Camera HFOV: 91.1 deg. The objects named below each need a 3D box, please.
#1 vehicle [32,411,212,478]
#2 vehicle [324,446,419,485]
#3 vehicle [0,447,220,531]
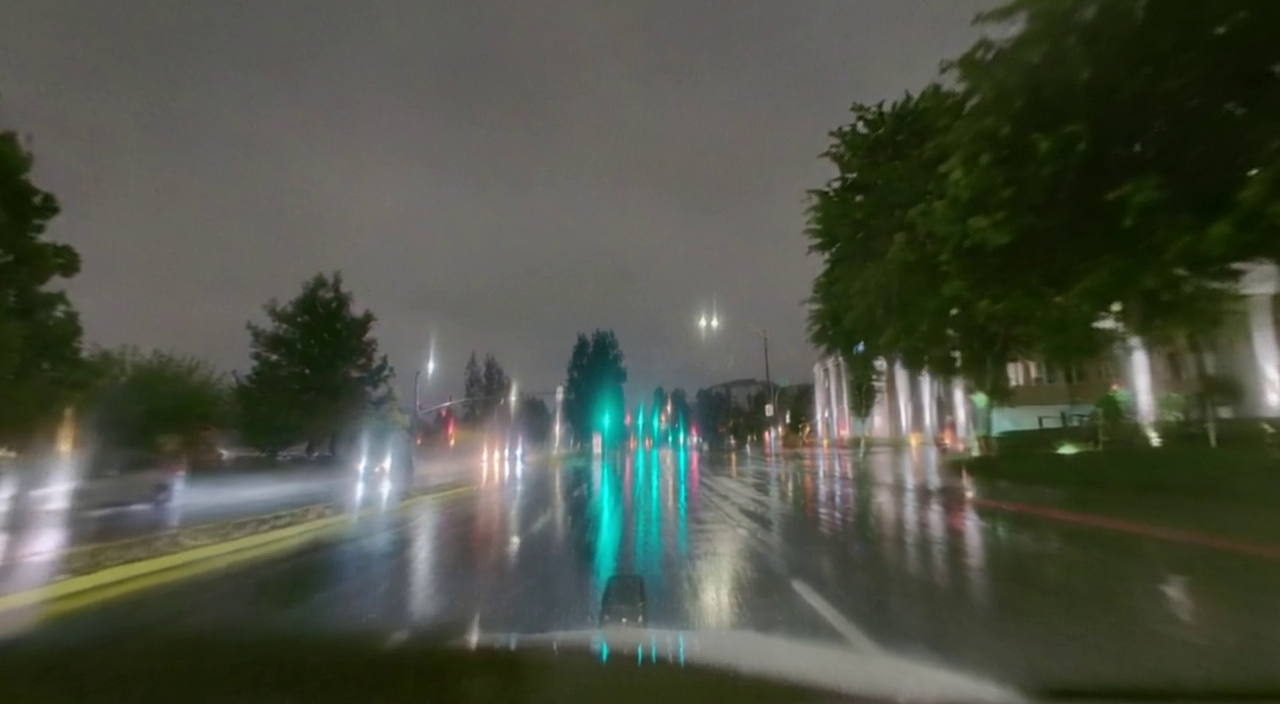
[{"bbox_3d":[-30.634,5.580,37.928,2.818,3.500,8.930,0,-8,3],"label":"vehicle"},{"bbox_3d":[-11.289,4.784,26.839,2.058,1.453,4.580,0,-8,0],"label":"vehicle"},{"bbox_3d":[-11.642,2.831,13.683,1.712,1.459,4.614,0,-8,1],"label":"vehicle"}]
